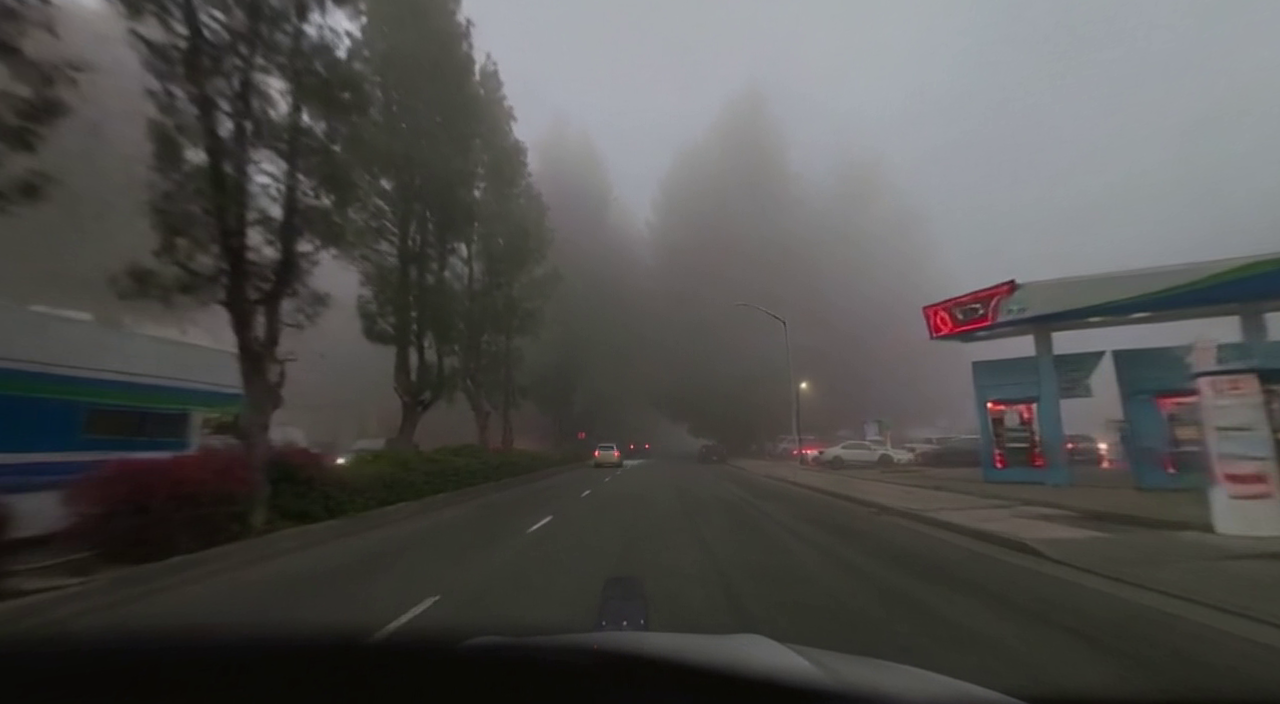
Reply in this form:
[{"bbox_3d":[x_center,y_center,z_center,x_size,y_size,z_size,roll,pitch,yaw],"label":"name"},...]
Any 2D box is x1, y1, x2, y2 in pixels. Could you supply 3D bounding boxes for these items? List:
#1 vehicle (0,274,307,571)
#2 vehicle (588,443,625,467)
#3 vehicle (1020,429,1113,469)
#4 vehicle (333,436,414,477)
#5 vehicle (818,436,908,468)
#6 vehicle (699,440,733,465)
[{"bbox_3d":[-8.677,0.793,6.783,3.056,3.289,13.199,-2,-8,0],"label":"vehicle"},{"bbox_3d":[-2.007,6.411,39.264,1.959,1.406,4.272,0,-9,2],"label":"vehicle"},{"bbox_3d":[21.599,4.984,32.206,2.060,1.865,4.542,-1,-9,8],"label":"vehicle"},{"bbox_3d":[-14.008,5.516,33.522,2.060,2.017,4.660,0,-9,3],"label":"vehicle"},{"bbox_3d":[12.769,5.738,36.293,4.454,1.776,1.891,0,-9,2],"label":"vehicle"},{"bbox_3d":[5.658,7.565,47.541,2.179,1.709,4.512,0,-9,2],"label":"vehicle"}]
